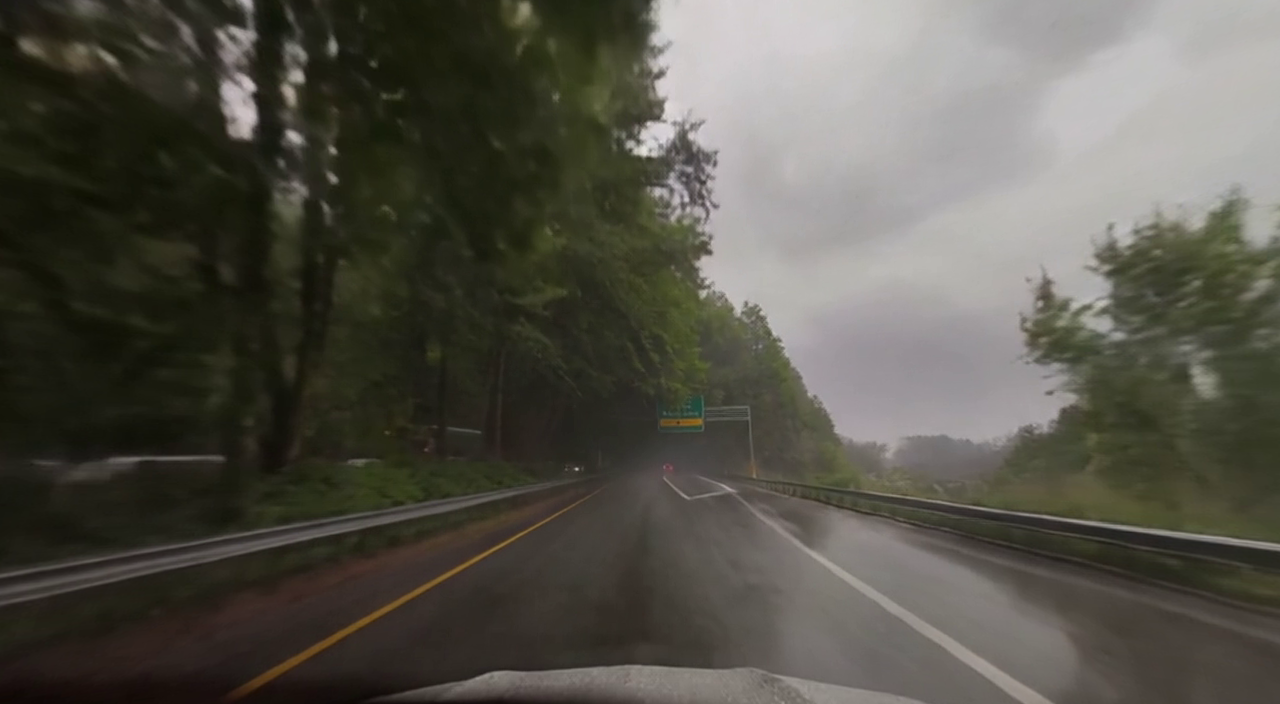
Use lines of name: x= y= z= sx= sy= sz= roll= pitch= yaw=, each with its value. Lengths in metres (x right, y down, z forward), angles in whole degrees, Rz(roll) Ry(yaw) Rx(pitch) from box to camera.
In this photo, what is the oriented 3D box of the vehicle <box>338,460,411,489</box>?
vehicle: x=-14.125 y=6.553 z=33.836 sx=1.820 sy=1.420 sz=4.348 roll=0 pitch=-10 yaw=3
